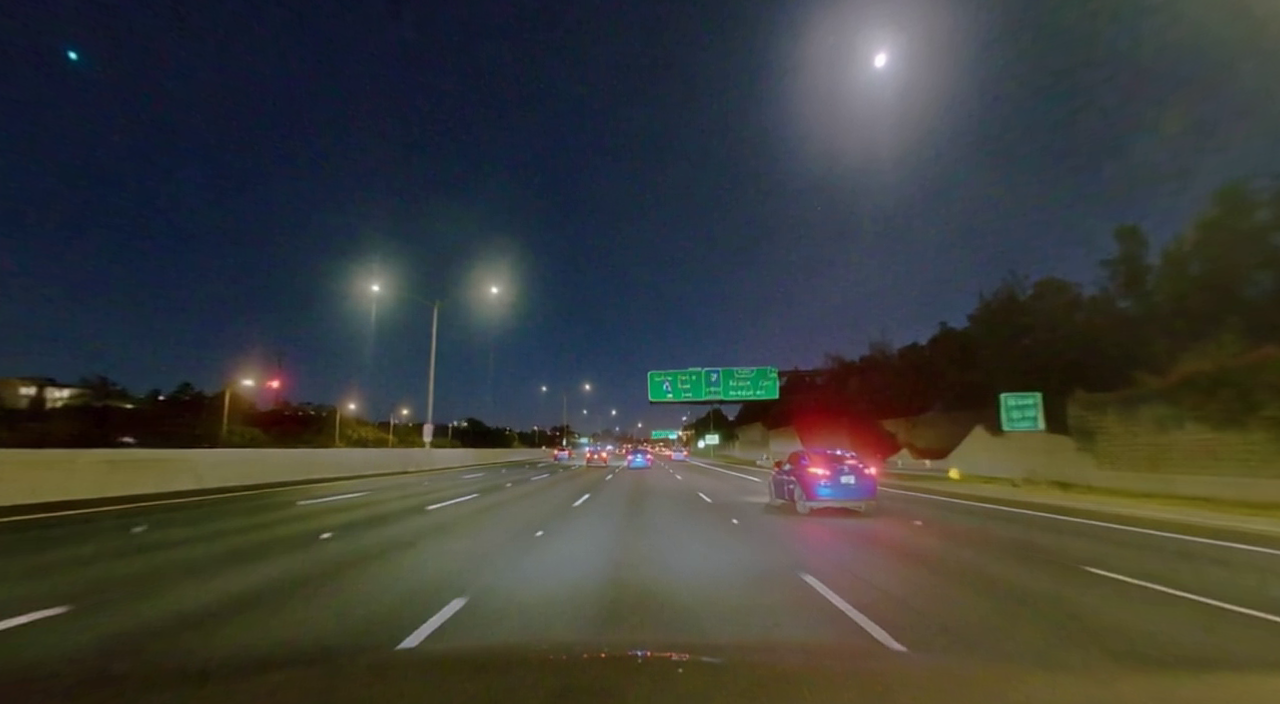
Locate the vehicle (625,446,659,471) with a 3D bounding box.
[{"bbox_3d":[0.112,7.065,41.977,2.166,1.496,4.158,0,-9,0],"label":"vehicle"}]

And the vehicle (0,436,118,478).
[{"bbox_3d":[-23.222,4.117,24.899,1.734,1.524,3.833,-1,-9,1],"label":"vehicle"}]

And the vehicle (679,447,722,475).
[{"bbox_3d":[3.474,6.340,36.827,2.036,1.517,4.256,0,-9,-1],"label":"vehicle"}]

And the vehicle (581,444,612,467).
[{"bbox_3d":[-3.306,7.961,48.466,2.091,1.664,4.157,0,-9,0],"label":"vehicle"}]

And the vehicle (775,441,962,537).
[{"bbox_3d":[4.184,2.559,12.504,2.077,1.527,4.553,0,-9,1],"label":"vehicle"}]
